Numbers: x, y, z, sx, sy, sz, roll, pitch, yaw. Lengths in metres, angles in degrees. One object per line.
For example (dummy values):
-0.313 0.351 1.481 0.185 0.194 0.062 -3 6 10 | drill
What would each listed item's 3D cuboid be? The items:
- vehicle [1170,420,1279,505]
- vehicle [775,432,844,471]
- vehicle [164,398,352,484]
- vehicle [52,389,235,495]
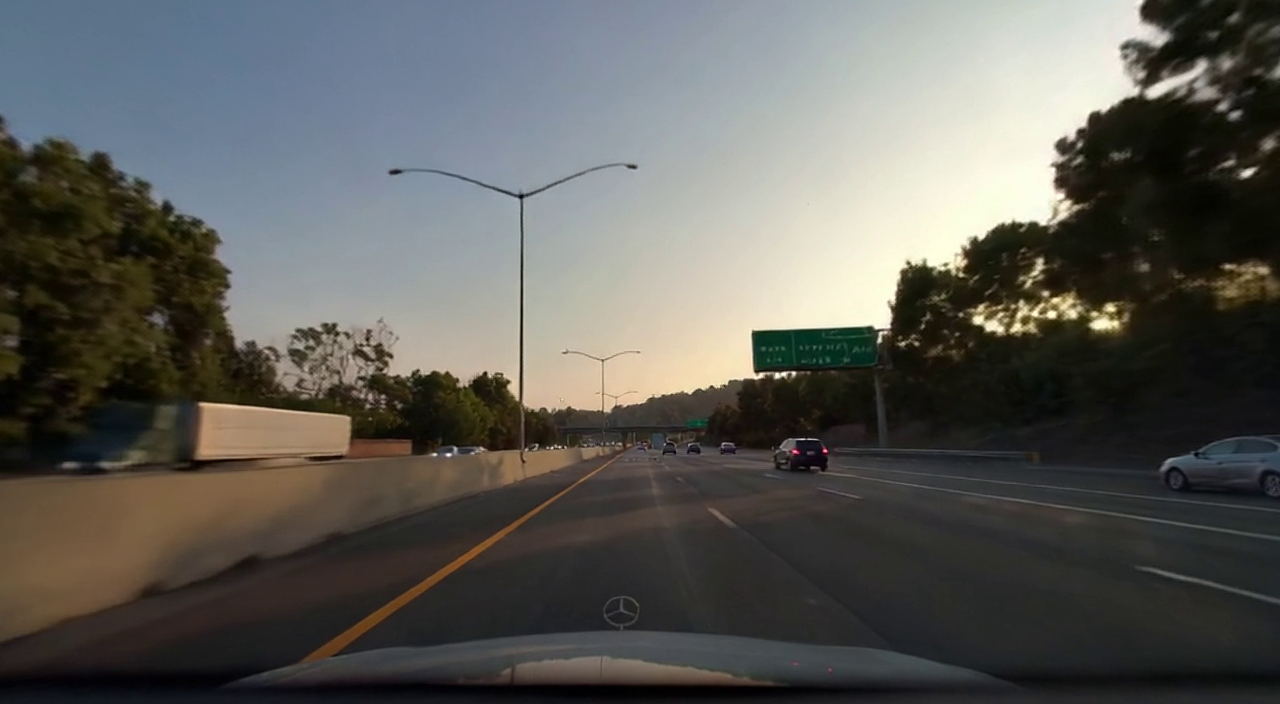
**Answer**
14.033 2.310 13.246 1.957 1.709 4.387 0 -8 -1 | vehicle
8.630 5.104 32.574 2.098 1.820 4.505 0 -8 -2 | vehicle
-21.455 5.279 37.191 2.889 4.092 13.333 0 -8 -1 | vehicle
-21.187 3.917 27.517 3.071 4.073 5.744 0 -8 -1 | vehicle
